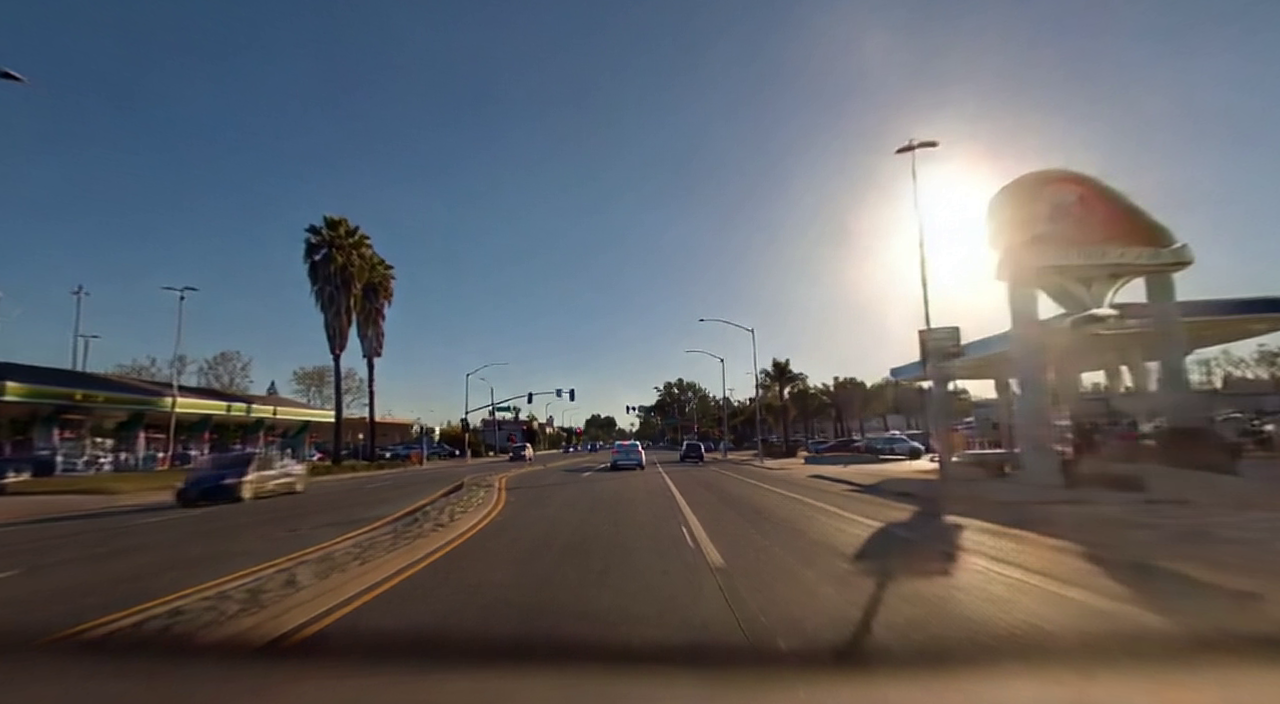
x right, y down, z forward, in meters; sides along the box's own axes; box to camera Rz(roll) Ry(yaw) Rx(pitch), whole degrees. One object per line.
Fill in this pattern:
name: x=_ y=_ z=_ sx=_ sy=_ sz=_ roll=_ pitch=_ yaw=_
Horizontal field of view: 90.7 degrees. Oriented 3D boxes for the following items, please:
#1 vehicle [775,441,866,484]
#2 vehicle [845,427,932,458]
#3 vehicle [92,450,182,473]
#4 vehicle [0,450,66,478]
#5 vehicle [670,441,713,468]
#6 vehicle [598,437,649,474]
vehicle: x=6.754 y=4.179 z=24.302 sx=1.922 sy=1.461 sz=4.868 roll=0 pitch=-9 yaw=-1
vehicle: x=16.141 y=5.987 z=41.561 sx=2.172 sy=1.855 sz=5.526 roll=1 pitch=-9 yaw=-18
vehicle: x=-35.159 y=7.659 z=44.324 sx=4.613 sy=1.477 sz=1.927 roll=0 pitch=-9 yaw=0
vehicle: x=-35.079 y=6.206 z=35.157 sx=4.418 sy=1.486 sz=1.909 roll=0 pitch=-9 yaw=-2
vehicle: x=2.918 y=5.893 z=36.586 sx=2.060 sy=1.471 sz=4.168 roll=0 pitch=-9 yaw=-1
vehicle: x=-0.712 y=4.705 z=28.945 sx=2.160 sy=1.508 sz=4.319 roll=0 pitch=-9 yaw=-1
